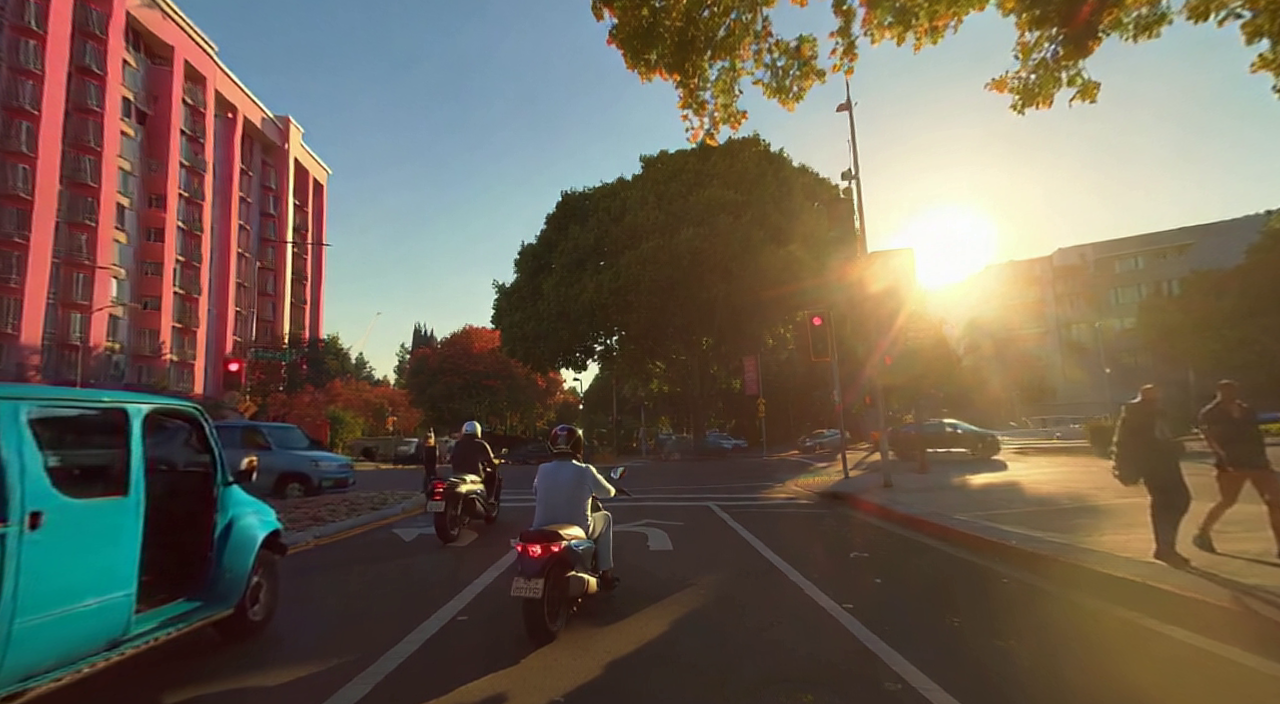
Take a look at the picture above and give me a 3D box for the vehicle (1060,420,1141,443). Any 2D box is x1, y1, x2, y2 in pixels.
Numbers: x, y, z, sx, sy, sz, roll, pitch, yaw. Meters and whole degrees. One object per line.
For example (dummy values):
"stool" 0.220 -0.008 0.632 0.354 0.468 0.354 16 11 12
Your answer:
"vehicle" 30.774 5.343 42.179 1.751 1.420 4.027 8 -12 -42

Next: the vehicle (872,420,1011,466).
"vehicle" 13.035 3.996 27.609 5.226 1.840 2.016 -4 -9 22

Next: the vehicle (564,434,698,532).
"vehicle" -0.102 2.295 11.618 2.025 1.458 4.085 -1 -9 1

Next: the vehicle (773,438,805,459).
"vehicle" 11.494 7.397 48.366 1.862 1.456 4.661 -3 -9 19

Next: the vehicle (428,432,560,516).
"vehicle" -3.123 2.705 14.438 1.935 1.615 4.073 -1 -9 2

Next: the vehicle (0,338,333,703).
"vehicle" -3.607 0.898 2.795 2.000 1.809 4.855 0 -9 0
